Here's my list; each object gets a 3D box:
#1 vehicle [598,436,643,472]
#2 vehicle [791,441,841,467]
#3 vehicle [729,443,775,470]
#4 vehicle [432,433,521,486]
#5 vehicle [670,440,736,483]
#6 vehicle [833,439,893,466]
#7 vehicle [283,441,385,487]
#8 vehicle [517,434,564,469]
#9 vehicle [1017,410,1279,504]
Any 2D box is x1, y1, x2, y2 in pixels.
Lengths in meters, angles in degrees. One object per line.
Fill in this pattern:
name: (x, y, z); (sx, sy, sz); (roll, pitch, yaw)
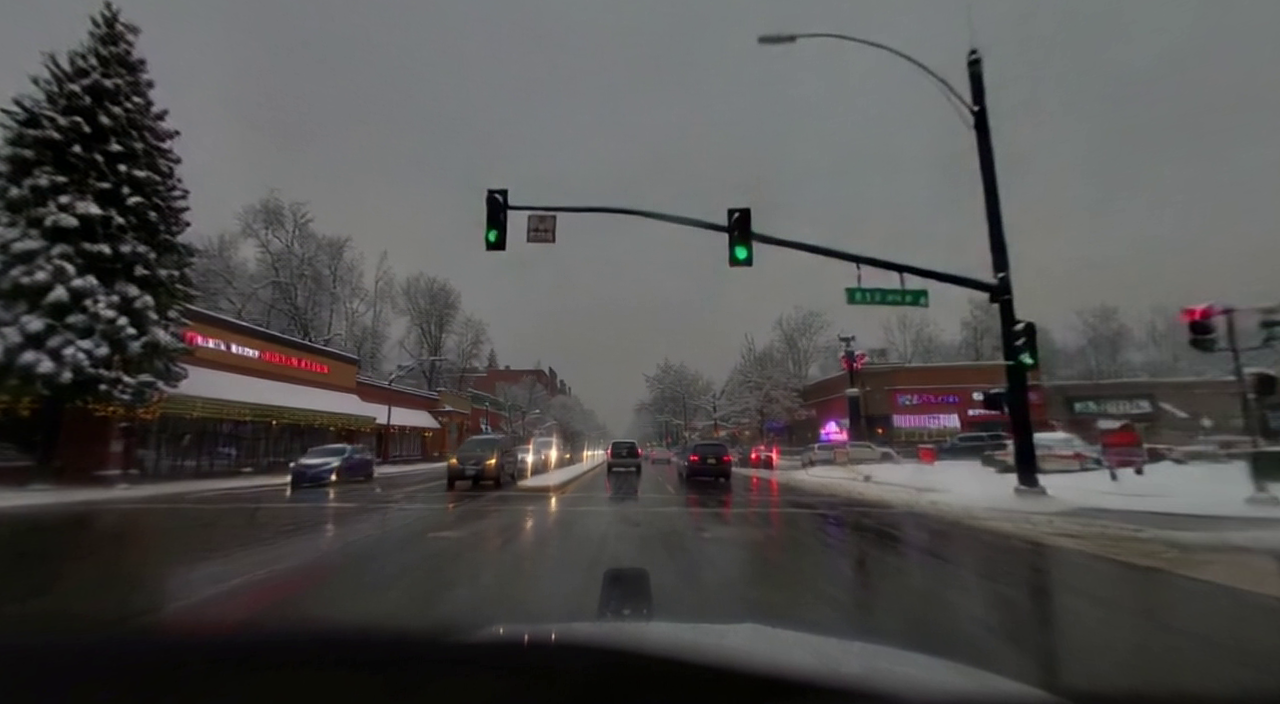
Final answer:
vehicle: (-1.046, 5.576, 34.693); (2.301, 1.837, 4.411); (0, -8, -1)
vehicle: (11.699, 6.778, 42.183); (2.058, 1.493, 4.612); (-2, -8, 1)
vehicle: (6.929, 6.515, 39.569); (1.914, 1.587, 4.548); (0, -8, -2)
vehicle: (-6.037, 3.981, 23.938); (2.242, 1.740, 4.659); (-1, -7, -1)
vehicle: (2.374, 4.272, 24.950); (2.046, 1.540, 3.883); (0, -8, -3)
vehicle: (14.766, 6.652, 42.061); (2.007, 1.642, 5.001); (-2, -8, -2)
vehicle: (-12.791, 4.688, 26.724); (2.106, 1.779, 4.467); (0, -8, -1)
vehicle: (-6.194, 6.179, 39.663); (2.240, 1.945, 5.114); (-1, -7, -1)
vehicle: (12.111, 2.531, 15.543); (2.304, 1.907, 4.844); (0, -8, -5)
